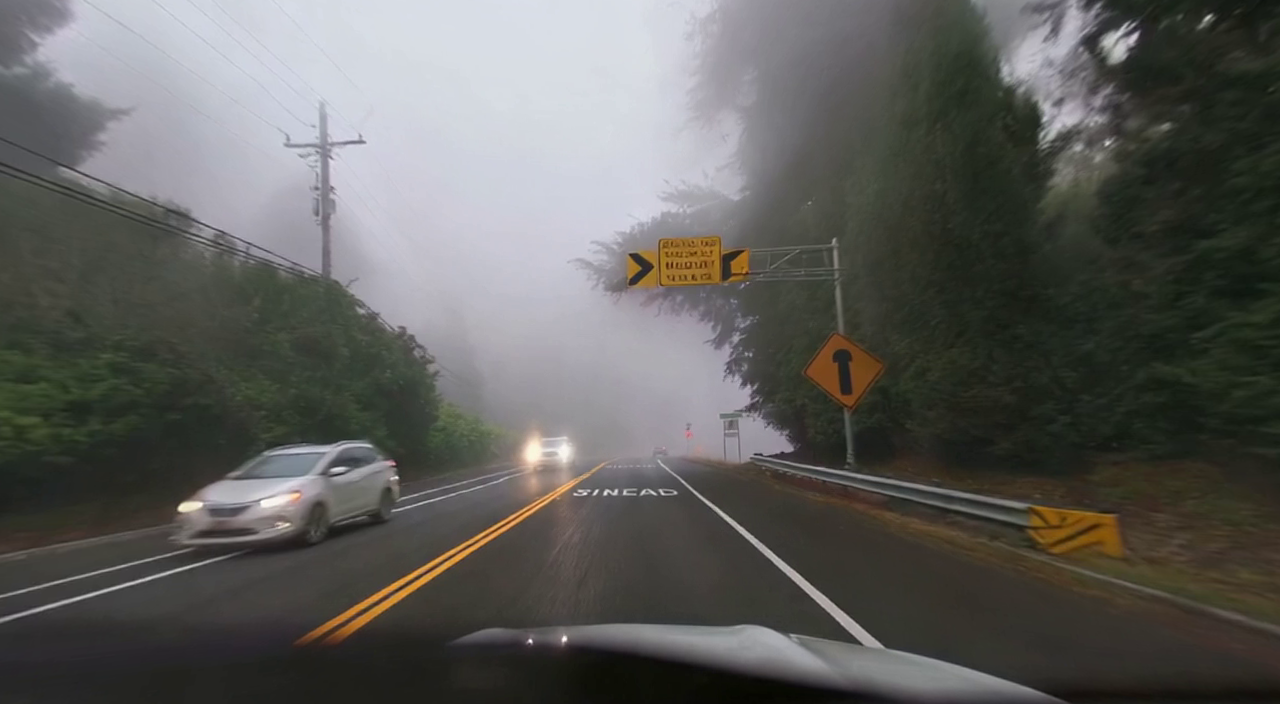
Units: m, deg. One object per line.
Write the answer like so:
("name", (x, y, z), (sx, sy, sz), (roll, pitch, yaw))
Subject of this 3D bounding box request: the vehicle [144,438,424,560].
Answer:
("vehicle", (-5.264, 2.199, 10.238), (2.023, 1.511, 4.355), (0, -9, -1))

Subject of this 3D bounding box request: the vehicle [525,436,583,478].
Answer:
("vehicle", (-3.955, 4.894, 29.655), (2.018, 1.702, 4.423), (-3, -9, 1))
